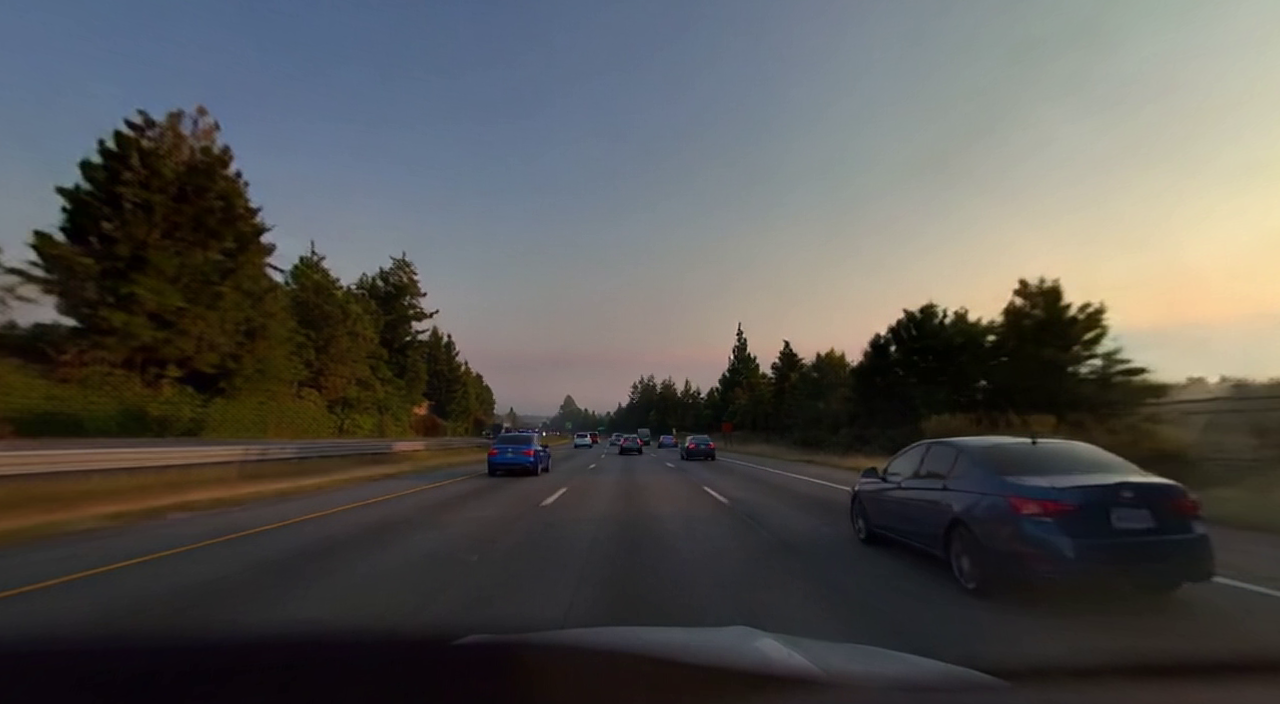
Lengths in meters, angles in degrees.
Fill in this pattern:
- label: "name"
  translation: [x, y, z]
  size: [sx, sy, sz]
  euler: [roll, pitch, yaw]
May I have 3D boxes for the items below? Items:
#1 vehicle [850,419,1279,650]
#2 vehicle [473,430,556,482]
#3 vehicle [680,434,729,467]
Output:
- label: "vehicle"
  translation: [3.734, 1.457, 6.115]
  size: [1.986, 1.488, 3.867]
  euler: [0, -8, -1]
- label: "vehicle"
  translation: [-4.016, 3.380, 20.903]
  size: [1.941, 1.529, 4.111]
  euler: [0, -8, -1]
- label: "vehicle"
  translation: [3.139, 4.849, 31.365]
  size: [1.883, 1.536, 3.792]
  euler: [1, -8, -3]
